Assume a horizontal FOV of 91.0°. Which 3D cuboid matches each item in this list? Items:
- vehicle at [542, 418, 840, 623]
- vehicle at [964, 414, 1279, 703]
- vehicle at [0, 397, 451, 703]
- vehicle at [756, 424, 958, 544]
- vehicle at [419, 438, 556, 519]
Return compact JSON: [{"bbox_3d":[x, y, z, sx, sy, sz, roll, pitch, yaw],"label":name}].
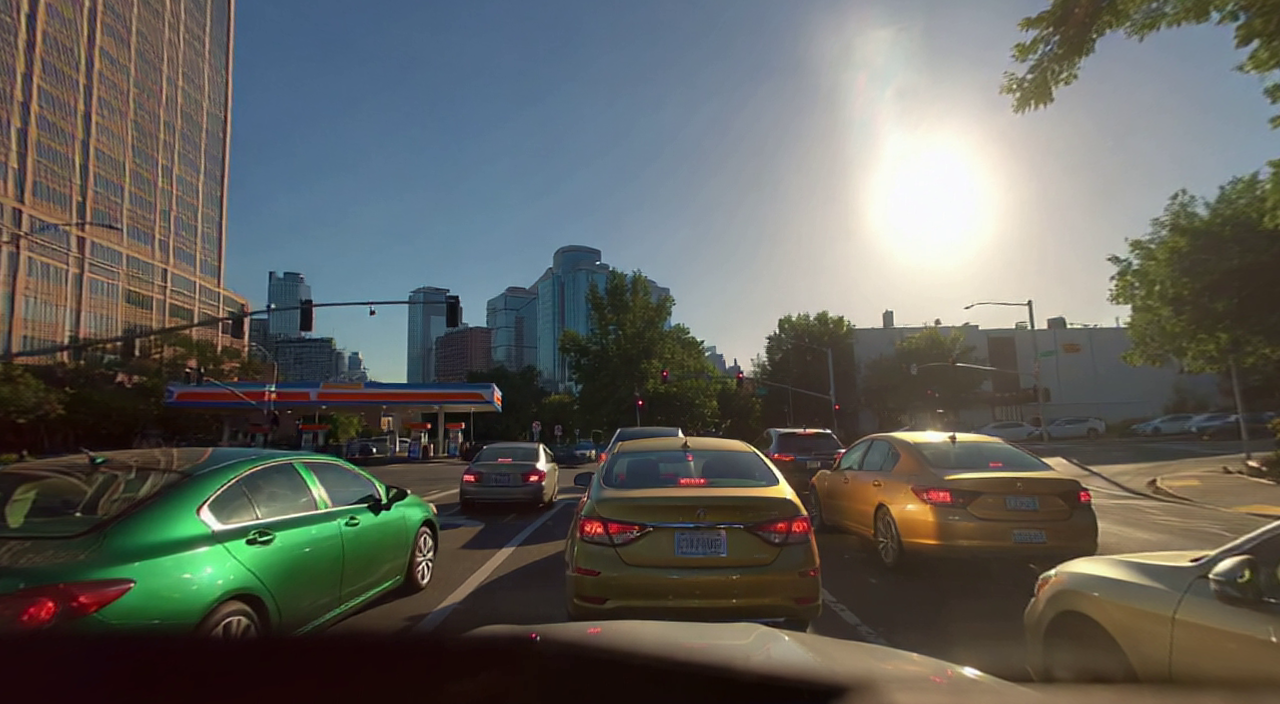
[{"bbox_3d":[0.321,1.582,6.924,2.220,1.507,4.317,0,-9,-2],"label":"vehicle"},{"bbox_3d":[4.170,1.134,3.615,1.950,1.497,4.686,0,-9,-3],"label":"vehicle"},{"bbox_3d":[-3.013,1.248,4.599,1.887,1.493,4.255,0,-9,1],"label":"vehicle"},{"bbox_3d":[3.373,2.124,10.776,1.947,1.630,4.127,0,-9,0],"label":"vehicle"},{"bbox_3d":[-3.083,2.639,13.681,1.867,1.474,4.237,0,-9,1],"label":"vehicle"}]
